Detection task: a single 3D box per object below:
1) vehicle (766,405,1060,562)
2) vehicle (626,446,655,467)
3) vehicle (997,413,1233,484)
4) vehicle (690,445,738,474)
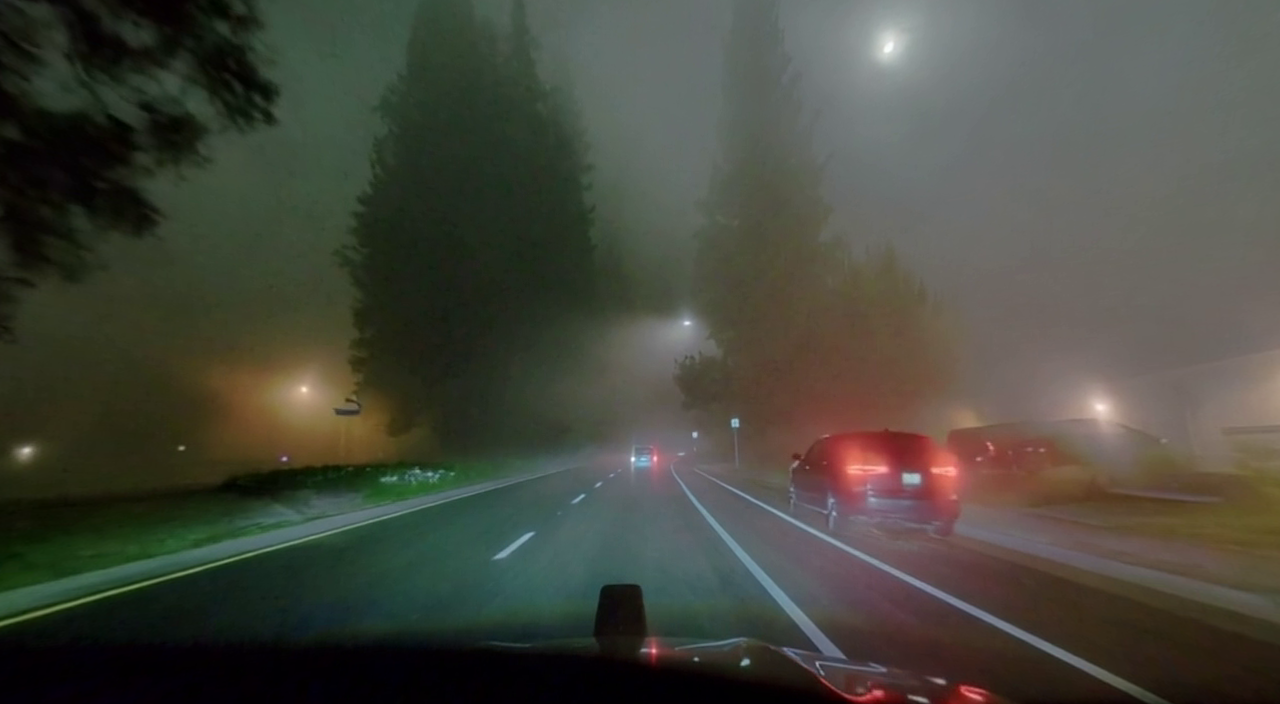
[{"bbox_3d":[3.750,1.941,10.094,2.203,1.828,5.336,0,-9,-2],"label":"vehicle"},{"bbox_3d":[0.058,7.771,46.721,2.054,1.456,4.003,0,-8,1],"label":"vehicle"},{"bbox_3d":[12.755,2.607,17.138,4.694,1.622,2.067,-2,-7,1],"label":"vehicle"},{"bbox_3d":[4.178,6.141,35.972,2.069,1.491,4.676,1,-9,-1],"label":"vehicle"}]
